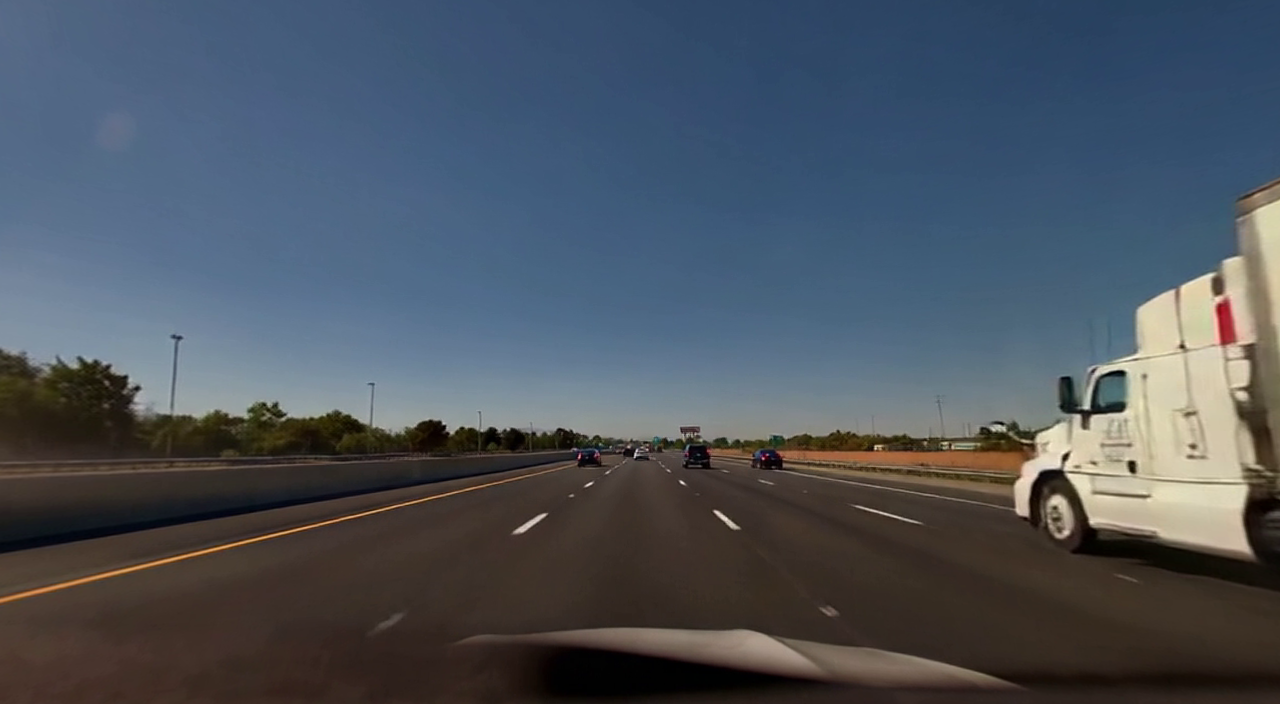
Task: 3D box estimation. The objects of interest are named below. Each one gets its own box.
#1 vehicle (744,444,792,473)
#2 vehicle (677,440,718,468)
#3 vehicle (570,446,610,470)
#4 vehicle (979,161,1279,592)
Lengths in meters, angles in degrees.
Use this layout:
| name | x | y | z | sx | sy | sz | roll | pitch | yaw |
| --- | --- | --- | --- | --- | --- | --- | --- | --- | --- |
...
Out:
| name | x | y | z | sx | sy | sz | roll | pitch | yaw |
| --- | --- | --- | --- | --- | --- | --- | --- | --- | --- |
| vehicle | 8.085 | 6.753 | 40.214 | 2.188 | 1.727 | 4.381 | 0 | -9 | 1 |
| vehicle | 4.427 | 7.966 | 49.335 | 2.770 | 1.990 | 5.755 | 0 | -9 | 1 |
| vehicle | -3.305 | 7.184 | 42.740 | 2.164 | 1.507 | 4.748 | 0 | -9 | 2 |
| vehicle | 7.741 | 0.525 | 7.879 | 3.034 | 4.112 | 7.110 | 0 | -9 | 2 |
